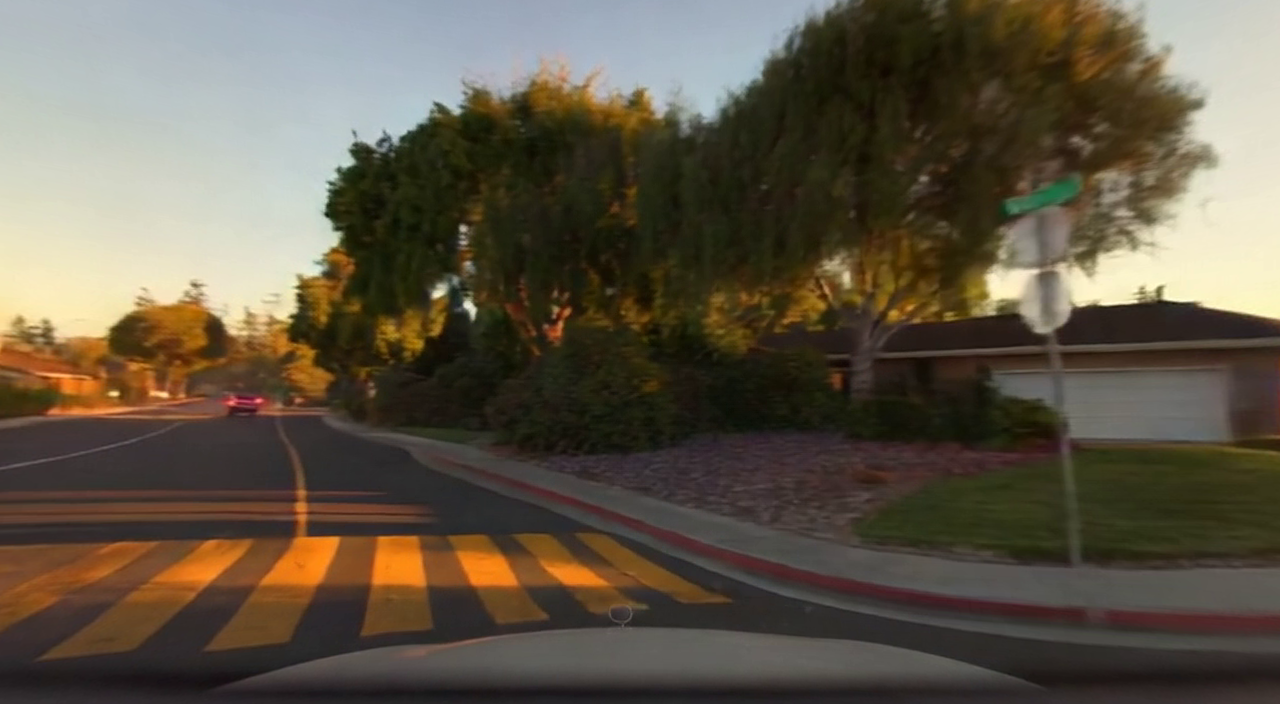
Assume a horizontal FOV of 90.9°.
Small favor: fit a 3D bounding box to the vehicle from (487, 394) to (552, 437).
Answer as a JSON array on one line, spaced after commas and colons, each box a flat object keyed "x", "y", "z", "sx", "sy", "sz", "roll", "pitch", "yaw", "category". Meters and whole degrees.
[{"x": -4.830, "y": 2.577, "z": 24.833, "sx": 1.860, "sy": 1.477, "sz": 4.629, "roll": 3, "pitch": -9, "yaw": -18, "category": "vehicle"}]
